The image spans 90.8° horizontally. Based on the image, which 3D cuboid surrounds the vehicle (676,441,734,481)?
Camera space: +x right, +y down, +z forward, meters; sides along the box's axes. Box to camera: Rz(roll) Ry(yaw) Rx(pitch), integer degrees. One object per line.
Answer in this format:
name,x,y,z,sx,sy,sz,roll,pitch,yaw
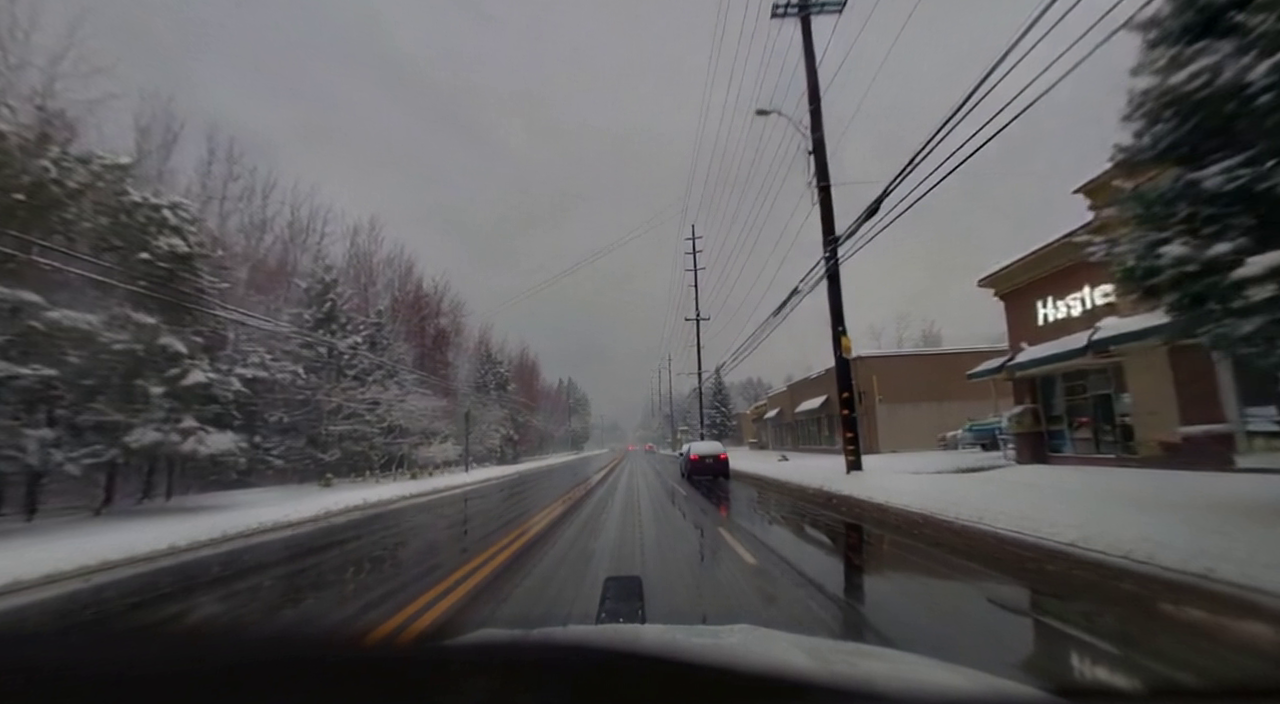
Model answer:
vehicle,2.620,4.480,26.183,1.975,1.497,3.647,0,-9,-1
